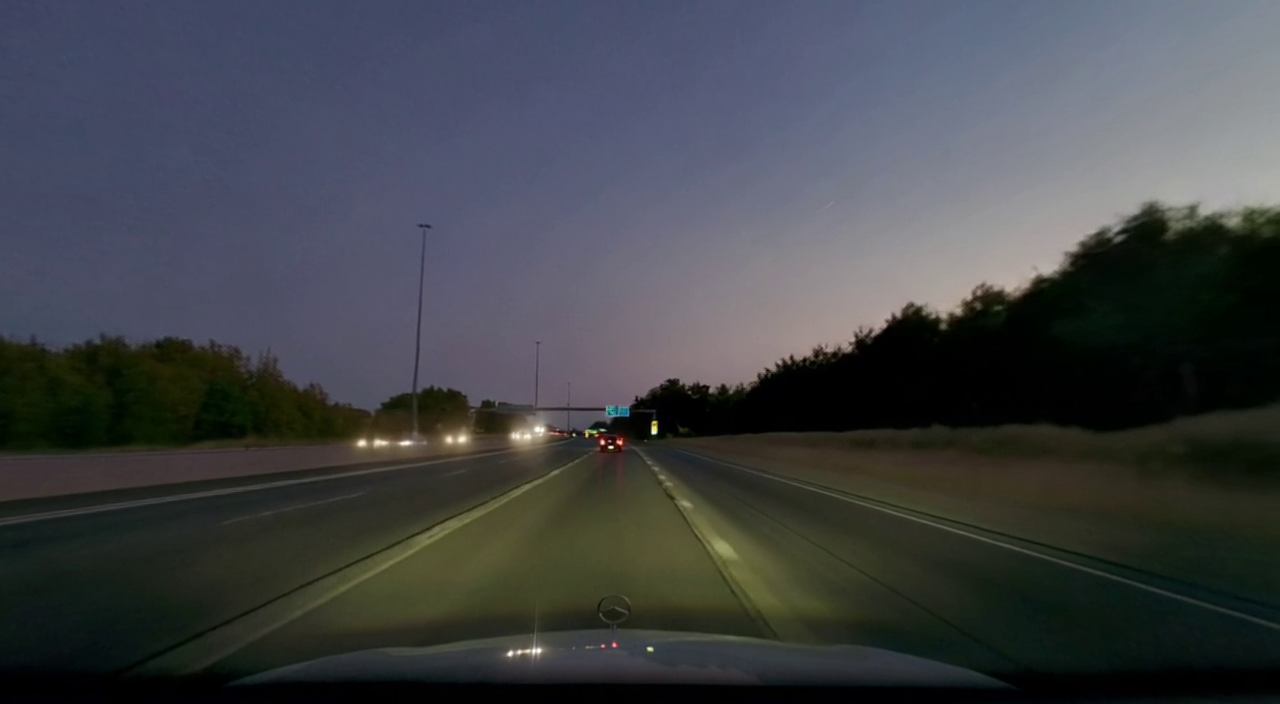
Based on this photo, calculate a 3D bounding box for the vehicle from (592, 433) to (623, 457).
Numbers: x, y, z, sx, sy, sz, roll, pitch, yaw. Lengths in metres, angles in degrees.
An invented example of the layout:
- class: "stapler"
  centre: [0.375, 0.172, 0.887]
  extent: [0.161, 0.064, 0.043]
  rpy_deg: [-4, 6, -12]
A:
- class: "vehicle"
  centre: [-2.181, 6.248, 42.520]
  extent: [2.000, 1.491, 3.913]
  rpy_deg: [0, -8, -3]

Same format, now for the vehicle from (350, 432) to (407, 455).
- class: "vehicle"
  centre: [-16.754, 5.880, 40.637]
  extent: [1.882, 1.417, 4.331]
  rpy_deg: [1, -8, -1]
